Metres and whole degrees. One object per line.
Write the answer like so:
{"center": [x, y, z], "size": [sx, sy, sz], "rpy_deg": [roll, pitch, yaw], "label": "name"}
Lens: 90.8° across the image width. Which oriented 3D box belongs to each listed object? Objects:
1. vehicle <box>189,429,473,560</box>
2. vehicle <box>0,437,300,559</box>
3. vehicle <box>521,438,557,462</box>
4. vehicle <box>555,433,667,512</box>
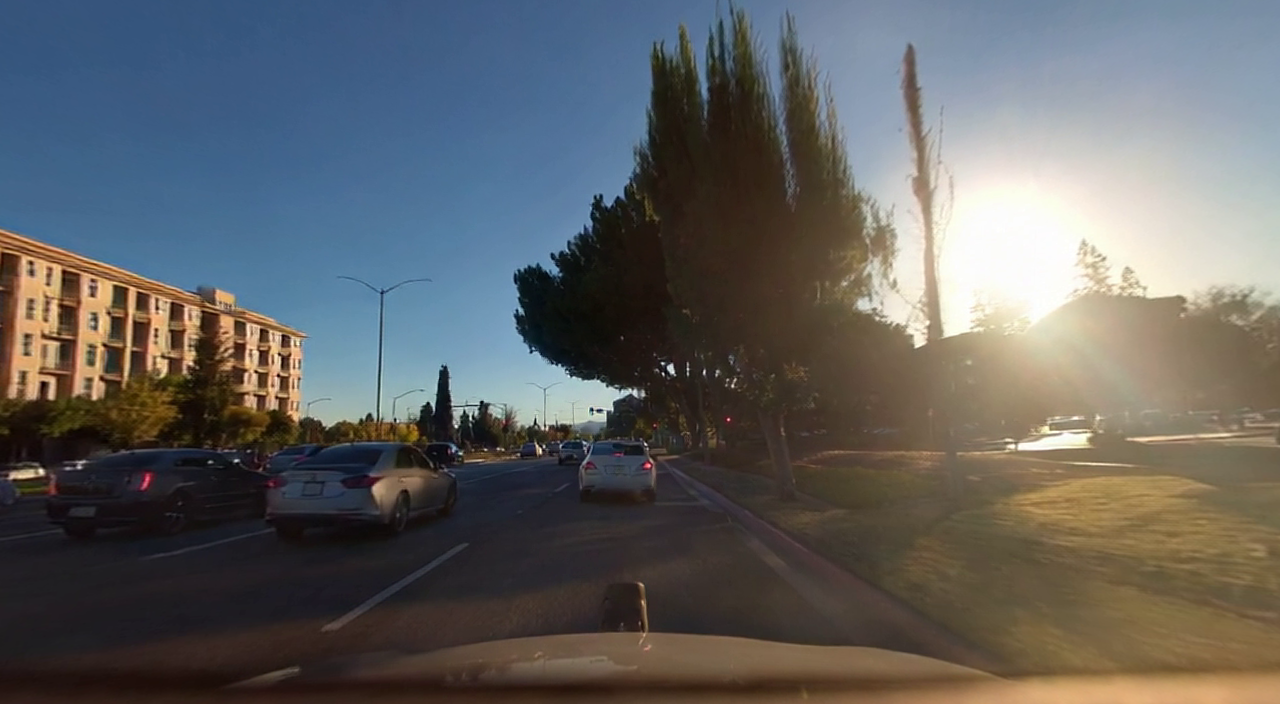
{"center": [-4.230, 2.026, 9.756], "size": [2.032, 1.515, 4.641], "rpy_deg": [0, -9, 0], "label": "vehicle"}
{"center": [-7.595, 2.124, 9.985], "size": [1.906, 1.449, 4.576], "rpy_deg": [0, -9, 0], "label": "vehicle"}
{"center": [-7.701, 7.524, 48.573], "size": [2.023, 1.737, 4.569], "rpy_deg": [0, -9, 1], "label": "vehicle"}
{"center": [-0.582, 2.622, 14.158], "size": [2.099, 1.469, 4.389], "rpy_deg": [0, -9, -1], "label": "vehicle"}
